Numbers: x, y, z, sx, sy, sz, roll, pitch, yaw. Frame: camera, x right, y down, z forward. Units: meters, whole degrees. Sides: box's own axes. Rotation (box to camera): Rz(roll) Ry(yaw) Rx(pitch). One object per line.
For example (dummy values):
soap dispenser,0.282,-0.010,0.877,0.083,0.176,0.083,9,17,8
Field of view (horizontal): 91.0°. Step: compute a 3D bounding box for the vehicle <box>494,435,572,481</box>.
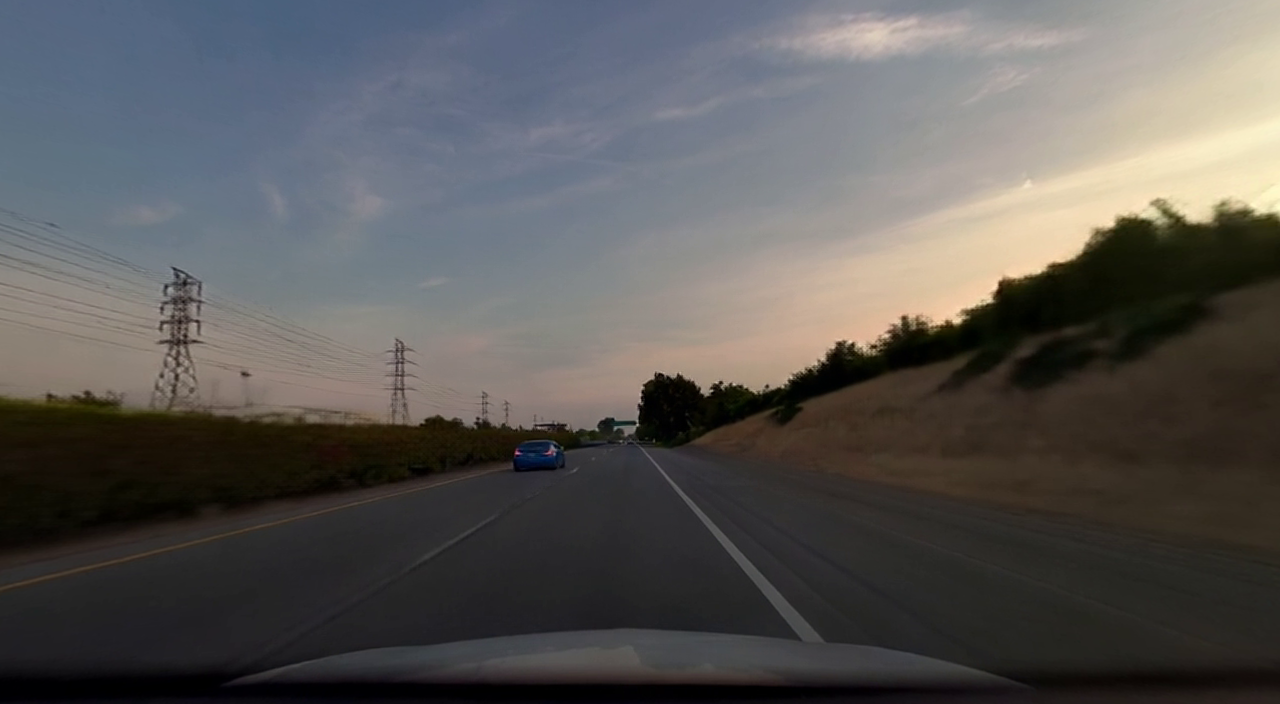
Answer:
vehicle,-4.032,4.064,24.613,2.158,1.604,4.679,0,-8,1
